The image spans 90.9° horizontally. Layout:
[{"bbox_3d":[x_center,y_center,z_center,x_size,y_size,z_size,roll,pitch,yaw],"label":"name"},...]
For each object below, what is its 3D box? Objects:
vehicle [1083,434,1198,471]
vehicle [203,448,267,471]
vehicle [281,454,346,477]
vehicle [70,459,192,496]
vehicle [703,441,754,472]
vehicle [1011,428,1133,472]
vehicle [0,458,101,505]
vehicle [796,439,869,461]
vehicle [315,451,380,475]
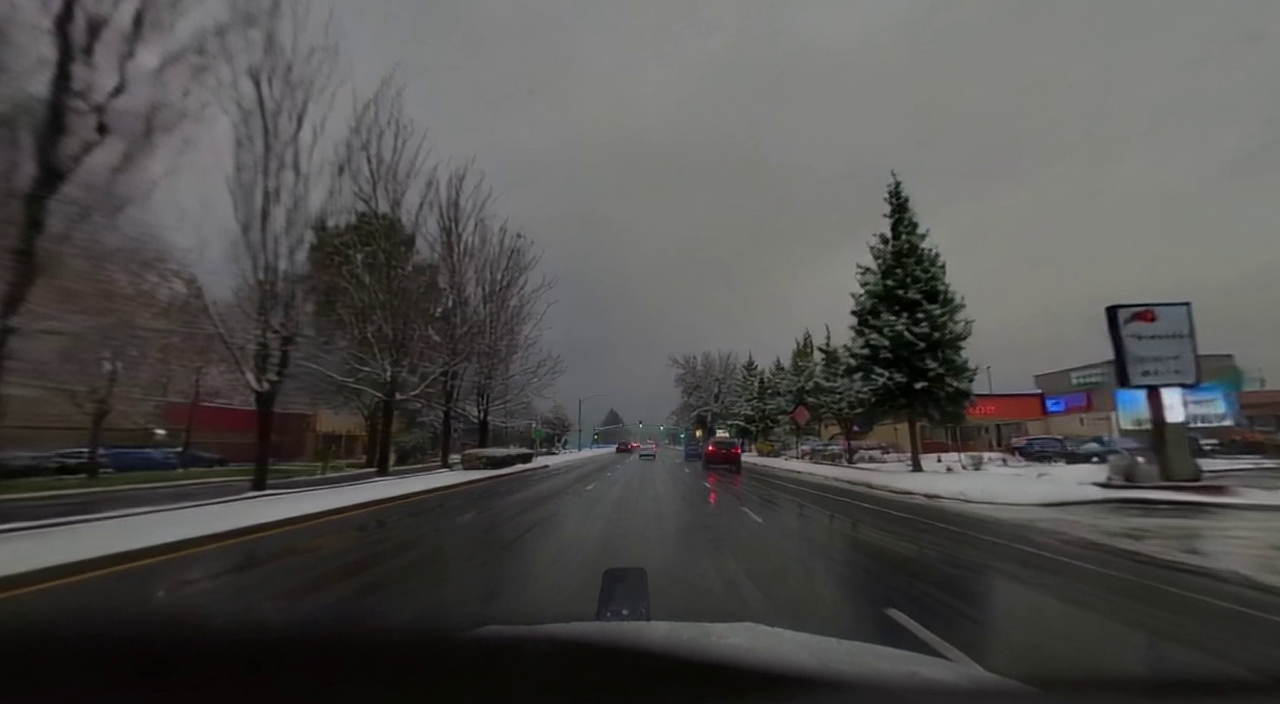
[{"bbox_3d":[24.663,4.968,31.338,1.894,1.656,4.841,0,-8,2],"label":"vehicle"},{"bbox_3d":[-30.933,8.174,48.290,1.904,1.639,4.317,0,-9,2],"label":"vehicle"},{"bbox_3d":[-22.041,7.672,42.811,1.778,1.395,4.713,0,-8,2],"label":"vehicle"},{"bbox_3d":[-22.461,5.521,28.059,1.771,1.373,4.308,0,-8,2],"label":"vehicle"},{"bbox_3d":[4.483,5.342,32.456,1.916,1.459,4.335,0,-8,-1],"label":"vehicle"},{"bbox_3d":[21.305,4.888,31.513,2.124,1.920,5.946,0,-9,3],"label":"vehicle"},{"bbox_3d":[-22.487,4.577,22.419,2.111,1.500,5.131,0,-8,-1],"label":"vehicle"},{"bbox_3d":[14.808,7.569,48.630,4.909,1.463,1.924,-2,-9,1],"label":"vehicle"},{"bbox_3d":[-19.269,7.320,41.780,1.822,1.479,4.692,-1,-8,4],"label":"vehicle"}]
